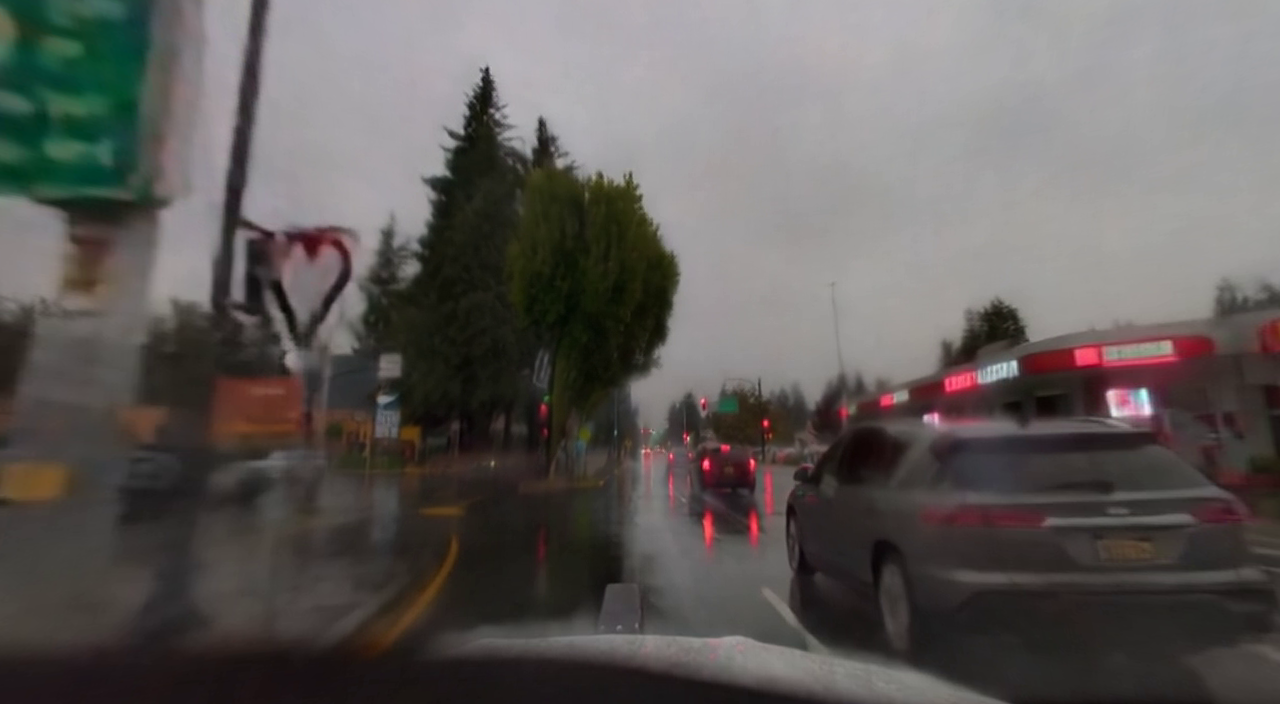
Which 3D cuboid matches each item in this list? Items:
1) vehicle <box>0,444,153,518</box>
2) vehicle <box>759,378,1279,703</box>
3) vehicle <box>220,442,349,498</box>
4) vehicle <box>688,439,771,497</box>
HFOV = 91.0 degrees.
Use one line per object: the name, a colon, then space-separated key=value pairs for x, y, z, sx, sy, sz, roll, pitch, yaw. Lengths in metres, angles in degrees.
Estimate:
vehicle: x=-17.727 y=3.732 z=18.749 sx=2.263 sy=1.887 sz=5.170 roll=0 pitch=-9 yaw=0
vehicle: x=2.643 y=1.370 z=5.700 sx=2.183 sy=1.720 sz=4.842 roll=0 pitch=-9 yaw=0
vehicle: x=-13.498 y=4.462 z=24.320 sx=2.097 sy=1.912 sz=4.828 roll=0 pitch=-9 yaw=0
vehicle: x=2.759 y=3.710 z=20.460 sx=1.999 sy=1.679 sz=4.217 roll=0 pitch=-9 yaw=-1
